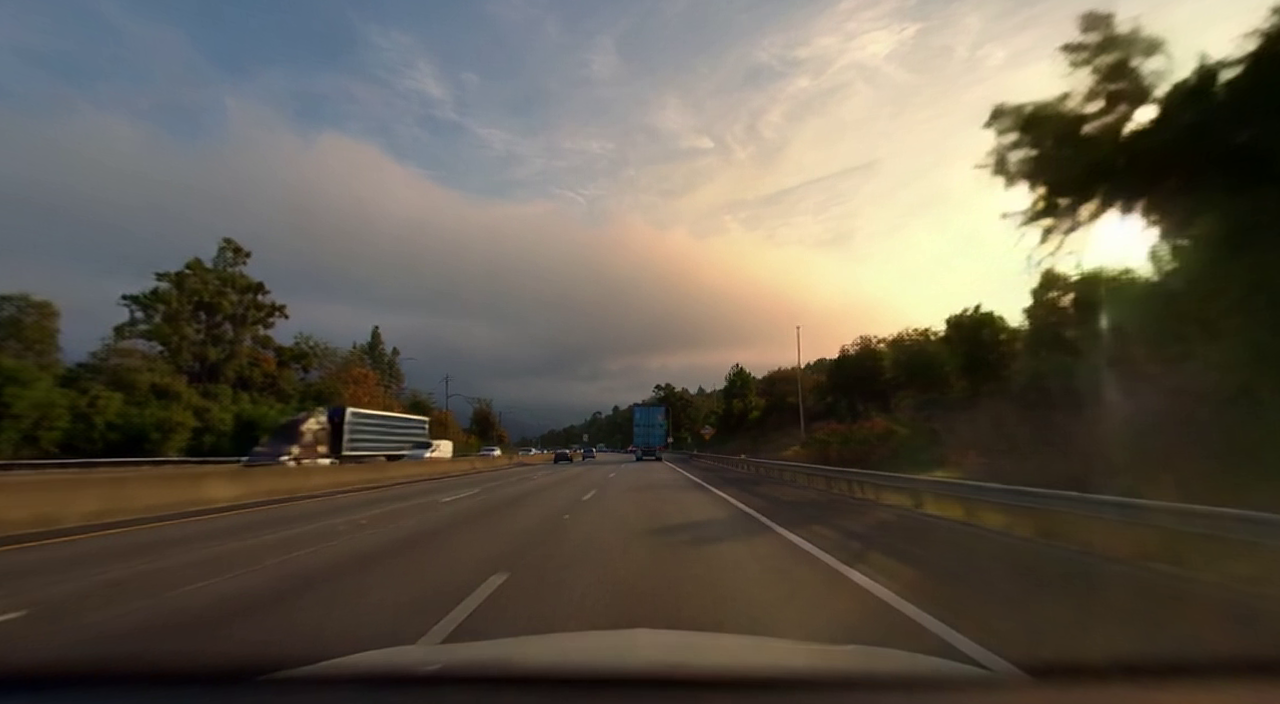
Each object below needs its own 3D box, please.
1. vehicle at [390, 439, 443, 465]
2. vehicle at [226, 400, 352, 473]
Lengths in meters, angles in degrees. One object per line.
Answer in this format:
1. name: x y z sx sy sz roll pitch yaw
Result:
1. vehicle: -16.193 7.285 45.898 2.006 1.734 4.746 0 -9 1
2. vehicle: -20.757 5.148 37.914 3.004 3.930 7.523 0 -9 1
